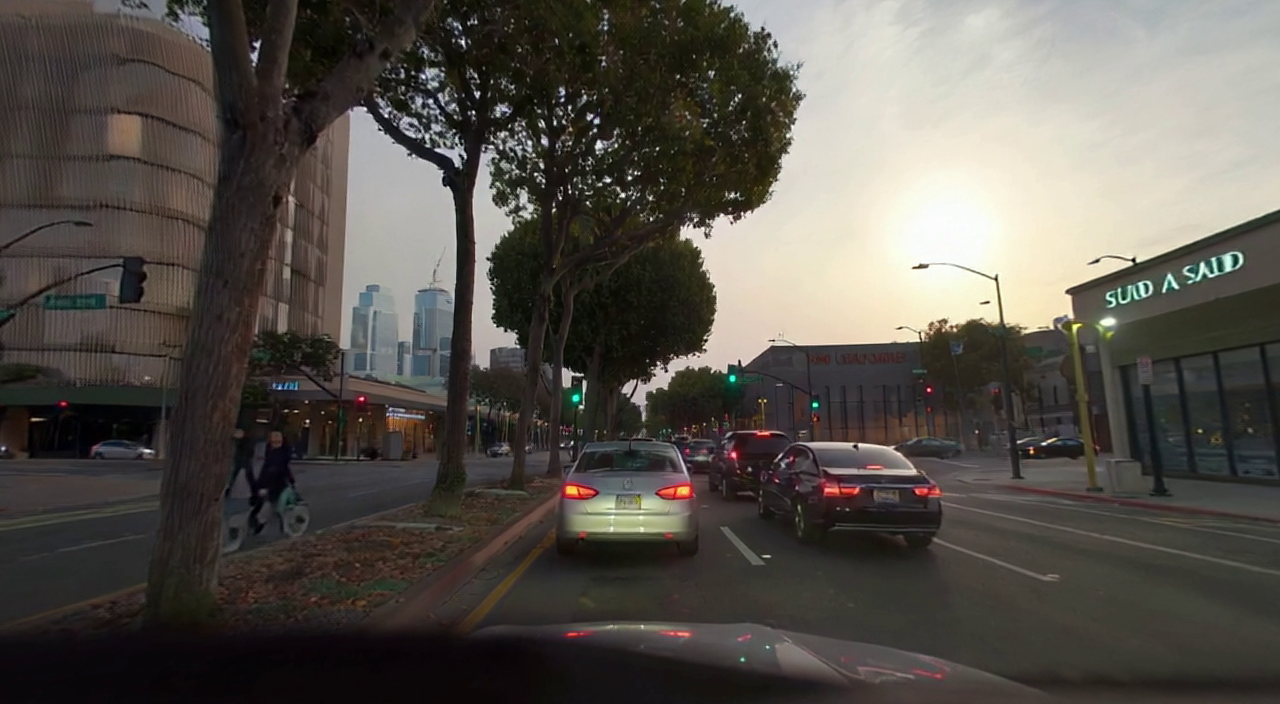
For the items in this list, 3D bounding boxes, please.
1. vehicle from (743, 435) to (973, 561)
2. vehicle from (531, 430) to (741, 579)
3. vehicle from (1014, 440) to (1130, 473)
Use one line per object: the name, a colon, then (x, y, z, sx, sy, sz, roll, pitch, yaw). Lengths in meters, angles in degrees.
vehicle: (2.913, 2.031, 9.583, 1.893, 1.446, 4.270, 0, -8, -1)
vehicle: (-0.086, 1.828, 8.421, 2.087, 1.456, 4.143, 0, -8, -1)
vehicle: (22.832, 5.525, 33.458, 4.610, 1.622, 1.934, -1, -8, 4)
